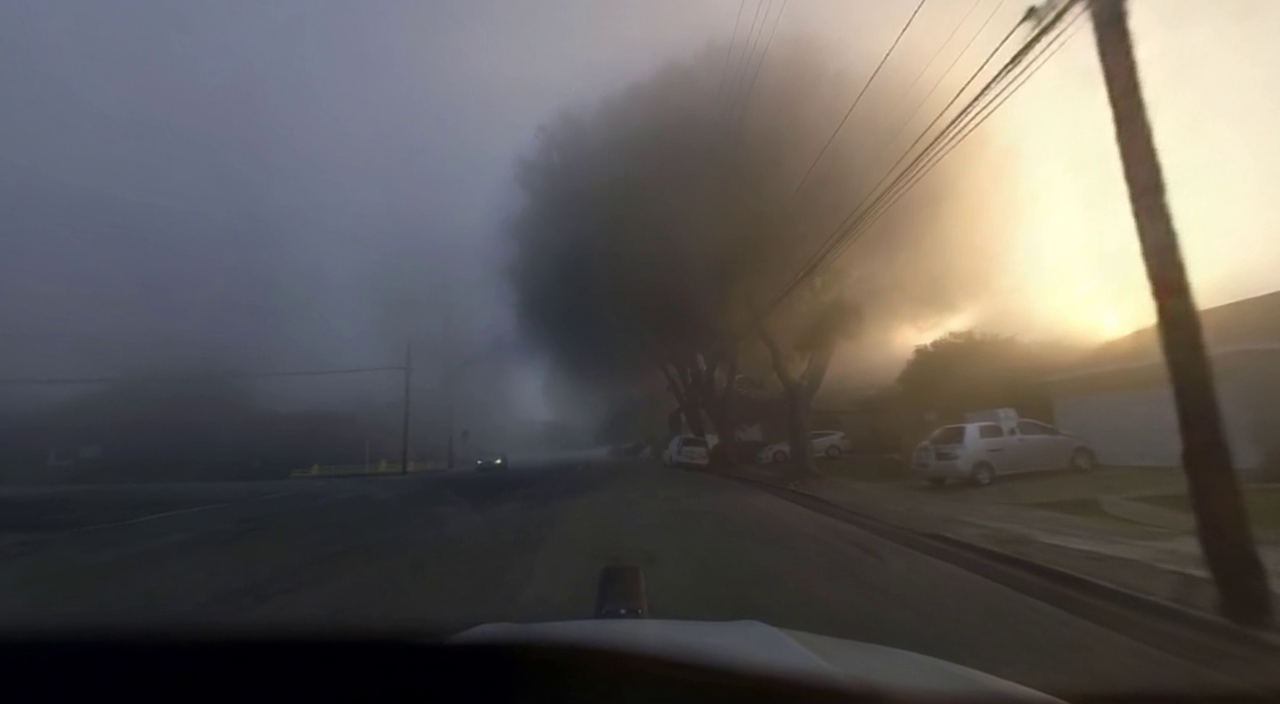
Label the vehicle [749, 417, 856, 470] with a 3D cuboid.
[{"bbox_3d":[8.409,4.774,33.030,4.801,2.139,2.164,-6,-7,-3],"label":"vehicle"}]

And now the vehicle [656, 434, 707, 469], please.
[{"bbox_3d":[2.465,6.034,38.552,2.214,1.962,4.733,1,-8,-7],"label":"vehicle"}]

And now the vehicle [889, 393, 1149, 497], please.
[{"bbox_3d":[9.405,2.306,16.014,5.072,1.909,2.237,-5,-7,-5],"label":"vehicle"}]
